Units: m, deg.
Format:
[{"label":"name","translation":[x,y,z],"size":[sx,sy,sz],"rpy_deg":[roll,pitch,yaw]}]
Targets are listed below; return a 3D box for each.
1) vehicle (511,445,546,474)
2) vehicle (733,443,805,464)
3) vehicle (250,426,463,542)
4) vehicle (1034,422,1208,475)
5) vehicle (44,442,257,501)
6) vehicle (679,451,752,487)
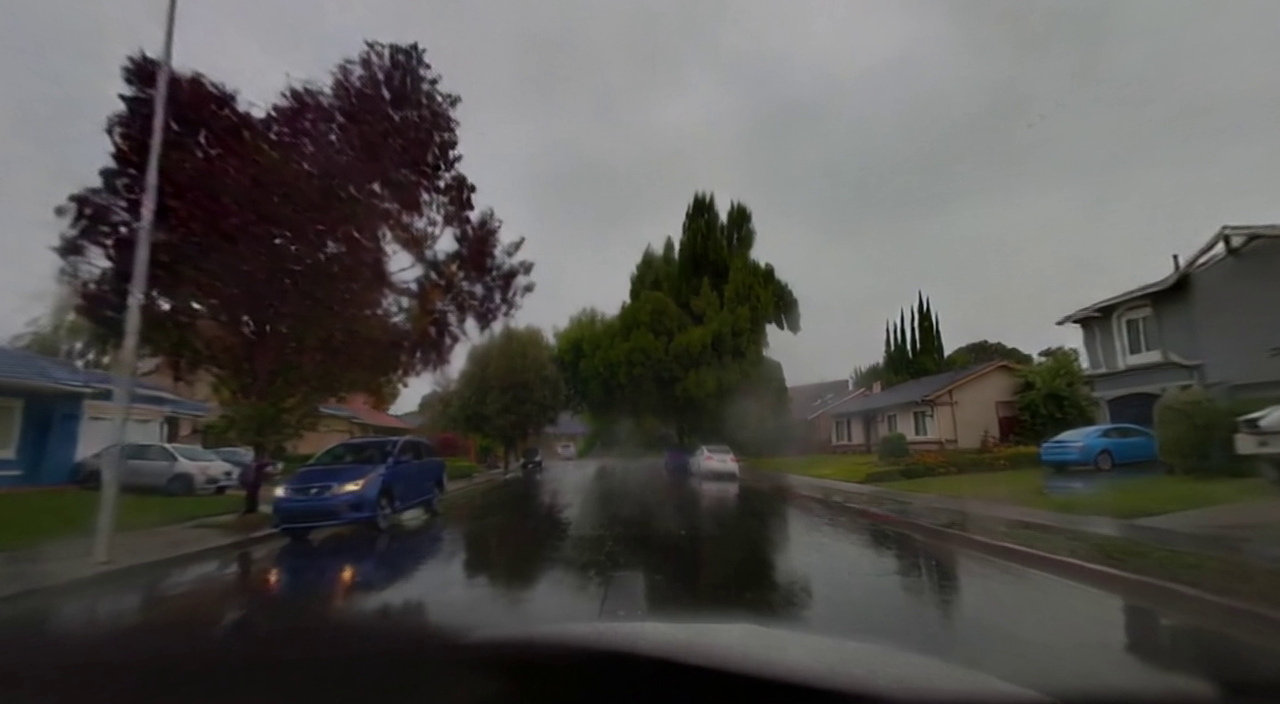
[{"label":"vehicle","translation":[-7.936,7.549,44.693],"size":[1.976,1.855,4.299],"rpy_deg":[3,-8,-16]},{"label":"vehicle","translation":[9.618,7.518,47.096],"size":[4.940,1.477,2.015],"rpy_deg":[3,-8,-21]},{"label":"vehicle","translation":[-5.315,2.487,12.784],"size":[2.215,1.859,4.765],"rpy_deg":[1,-7,-2]},{"label":"vehicle","translation":[14.570,2.923,19.176],"size":[4.488,1.454,1.944],"rpy_deg":[3,-9,-20]},{"label":"vehicle","translation":[-13.747,3.345,18.146],"size":[4.376,1.458,2.046],"rpy_deg":[3,-8,-24]},{"label":"vehicle","translation":[3.299,5.246,28.725],"size":[1.984,1.437,4.726],"rpy_deg":[1,-9,-10]}]
